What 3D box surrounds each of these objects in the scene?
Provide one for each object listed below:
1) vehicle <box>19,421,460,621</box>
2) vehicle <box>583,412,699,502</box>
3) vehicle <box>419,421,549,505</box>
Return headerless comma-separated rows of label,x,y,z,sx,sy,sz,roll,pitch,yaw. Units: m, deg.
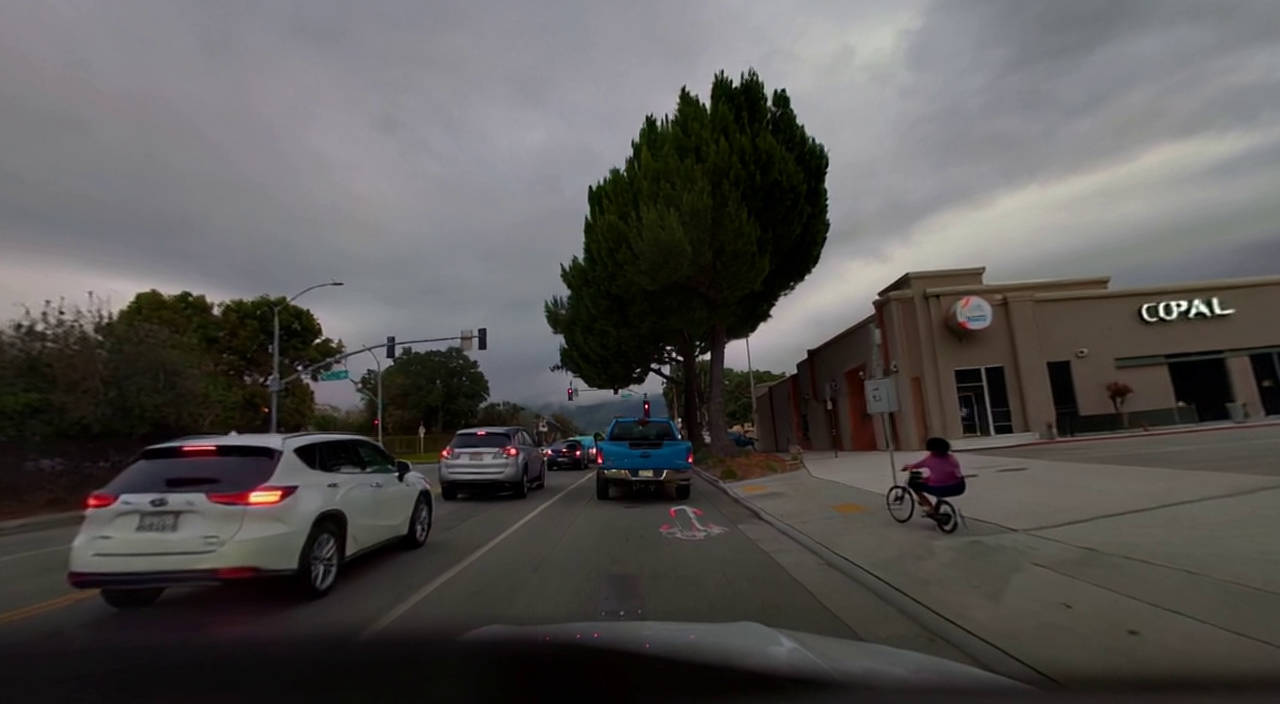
vehicle,-3.614,1.586,6.887,2.064,1.486,4.140,0,-9,0
vehicle,-0.015,2.589,15.882,2.426,1.882,5.027,0,-9,-1
vehicle,-3.634,2.689,15.651,2.046,1.750,4.452,0,-9,0
